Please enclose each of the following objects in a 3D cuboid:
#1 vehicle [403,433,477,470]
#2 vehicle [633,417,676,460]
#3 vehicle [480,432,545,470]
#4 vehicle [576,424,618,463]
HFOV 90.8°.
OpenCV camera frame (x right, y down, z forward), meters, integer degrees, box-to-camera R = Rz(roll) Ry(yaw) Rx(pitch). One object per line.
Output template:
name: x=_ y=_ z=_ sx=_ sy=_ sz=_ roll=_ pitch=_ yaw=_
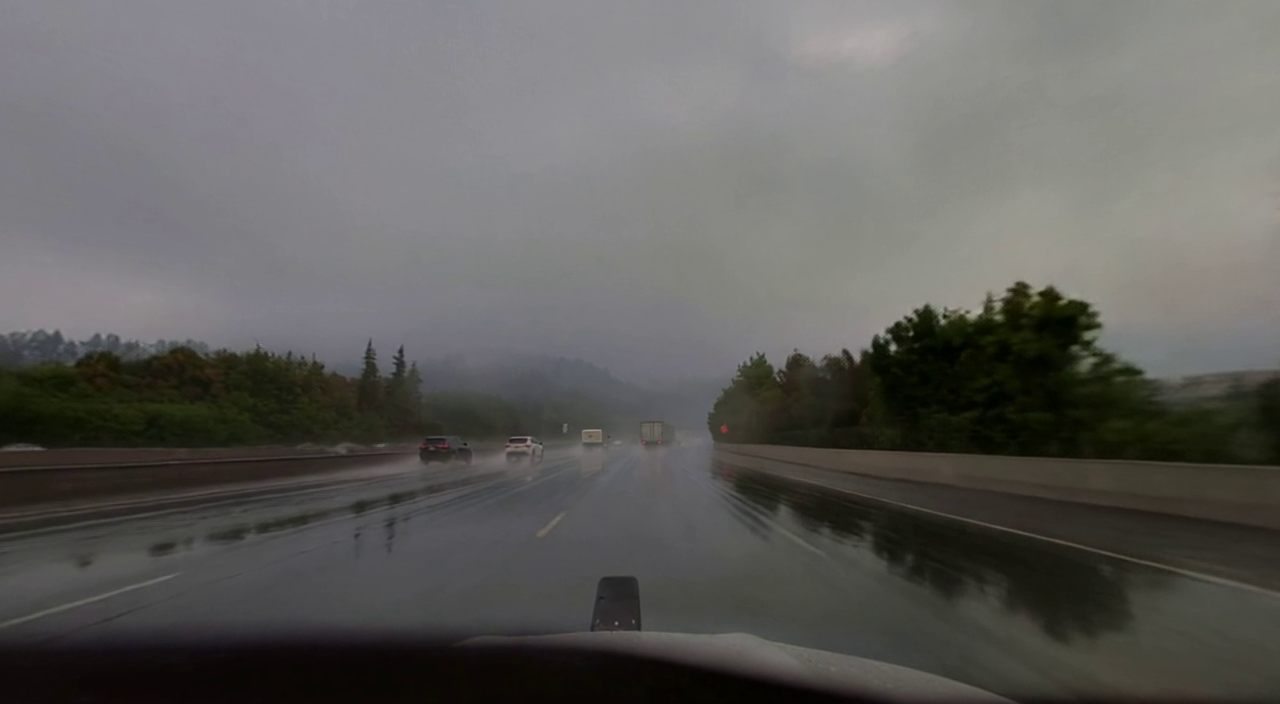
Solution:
vehicle: x=-10.371 y=5.208 z=33.254 sx=2.080 sy=1.777 sz=5.450 roll=0 pitch=-8 yaw=1
vehicle: x=1.013 y=6.175 z=44.973 sx=2.768 sy=2.854 sz=6.757 roll=0 pitch=-8 yaw=1
vehicle: x=-6.655 y=5.251 z=33.593 sx=2.206 sy=1.838 sz=4.889 roll=0 pitch=-8 yaw=3
vehicle: x=-2.920 y=6.336 z=43.907 sx=2.328 sy=2.519 sz=5.238 roll=0 pitch=-8 yaw=2
